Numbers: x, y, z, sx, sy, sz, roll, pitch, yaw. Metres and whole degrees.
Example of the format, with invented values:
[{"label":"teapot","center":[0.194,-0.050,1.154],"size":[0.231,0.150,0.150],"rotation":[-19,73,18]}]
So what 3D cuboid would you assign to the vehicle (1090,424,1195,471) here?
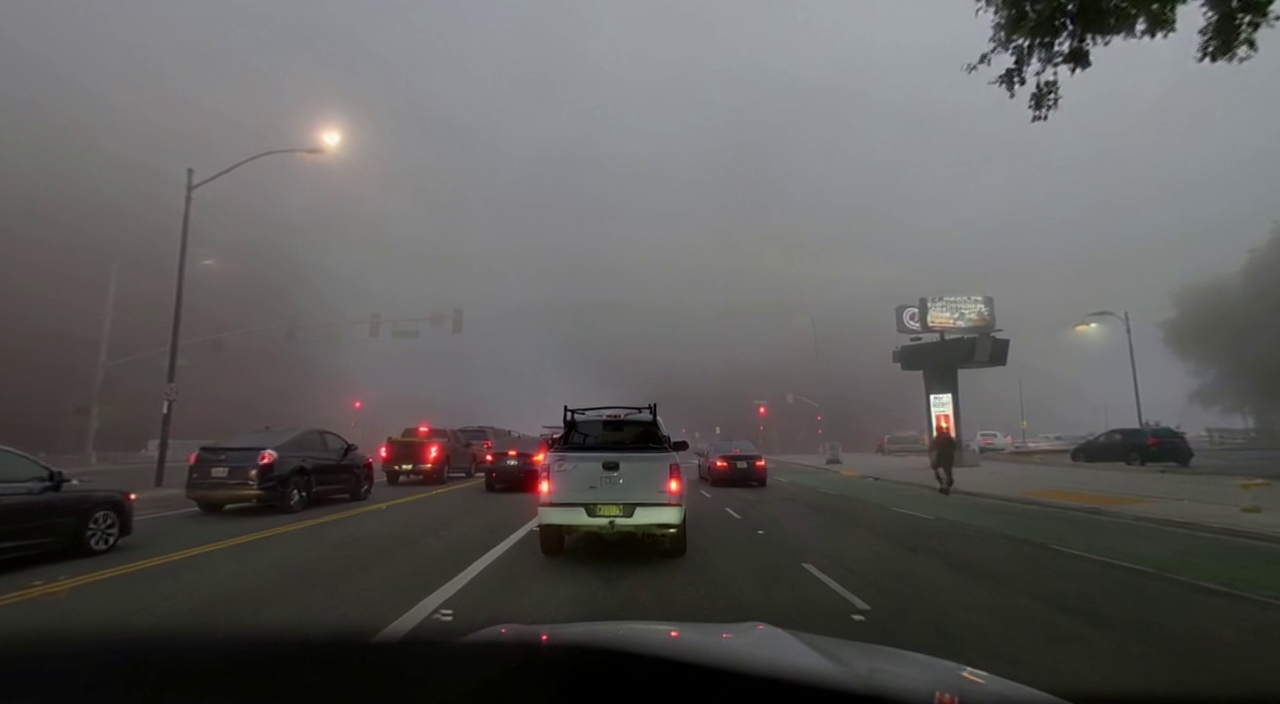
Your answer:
[{"label":"vehicle","center":[19.302,3.649,24.185],"size":[4.156,1.622,1.924],"rotation":[6,-10,-35]}]

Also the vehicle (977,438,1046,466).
[{"label":"vehicle","center":[20.153,5.390,34.152],"size":[3.836,1.443,1.694],"rotation":[6,-10,-35]}]

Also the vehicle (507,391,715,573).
[{"label":"vehicle","center":[-0.290,1.619,8.525],"size":[2.064,1.817,4.298],"rotation":[0,-8,0]}]

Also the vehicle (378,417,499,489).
[{"label":"vehicle","center":[-6.465,3.305,20.869],"size":[2.496,2.112,4.351],"rotation":[0,-8,1]}]

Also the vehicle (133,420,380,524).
[{"label":"vehicle","center":[-7.148,2.278,12.480],"size":[1.941,1.655,4.503],"rotation":[0,-8,1]}]

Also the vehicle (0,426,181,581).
[{"label":"vehicle","center":[-6.963,1.448,6.048],"size":[1.831,1.451,4.382],"rotation":[0,-8,-1]}]

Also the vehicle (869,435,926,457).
[{"label":"vehicle","center":[20.155,7.324,49.235],"size":[4.361,1.653,2.034],"rotation":[6,-10,-36]}]

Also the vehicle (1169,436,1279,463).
[{"label":"vehicle","center":[29.697,4.921,31.895],"size":[4.176,1.313,1.719],"rotation":[0,-9,2]}]

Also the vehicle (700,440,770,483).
[{"label":"vehicle","center":[3.461,4.061,23.729],"size":[2.023,1.441,4.240],"rotation":[0,-8,1]}]
